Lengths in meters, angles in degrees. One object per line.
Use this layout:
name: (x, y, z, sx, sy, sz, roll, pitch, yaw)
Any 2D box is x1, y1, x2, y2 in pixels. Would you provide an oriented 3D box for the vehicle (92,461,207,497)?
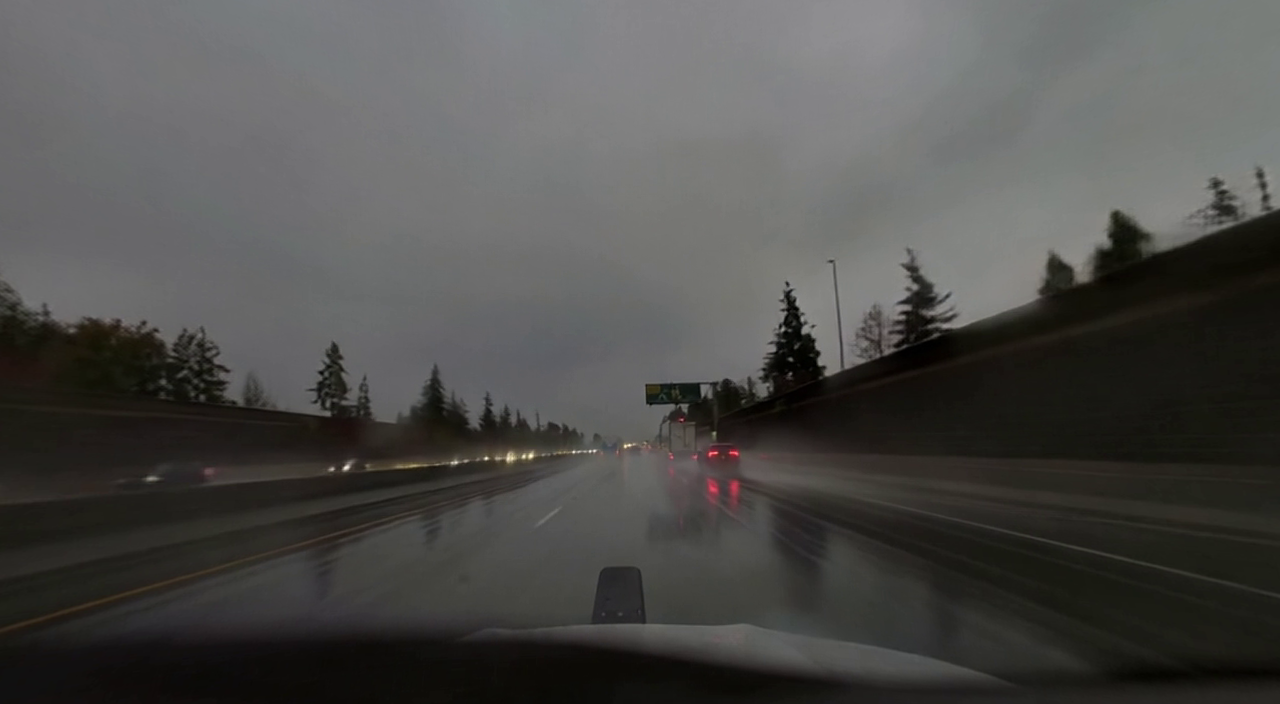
vehicle: (-23.407, 6.039, 30.363, 1.859, 1.486, 4.522, 0, -9, 1)

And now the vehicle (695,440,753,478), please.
vehicle: (3.877, 5.064, 29.951, 2.066, 1.638, 4.158, 0, -9, -1)
